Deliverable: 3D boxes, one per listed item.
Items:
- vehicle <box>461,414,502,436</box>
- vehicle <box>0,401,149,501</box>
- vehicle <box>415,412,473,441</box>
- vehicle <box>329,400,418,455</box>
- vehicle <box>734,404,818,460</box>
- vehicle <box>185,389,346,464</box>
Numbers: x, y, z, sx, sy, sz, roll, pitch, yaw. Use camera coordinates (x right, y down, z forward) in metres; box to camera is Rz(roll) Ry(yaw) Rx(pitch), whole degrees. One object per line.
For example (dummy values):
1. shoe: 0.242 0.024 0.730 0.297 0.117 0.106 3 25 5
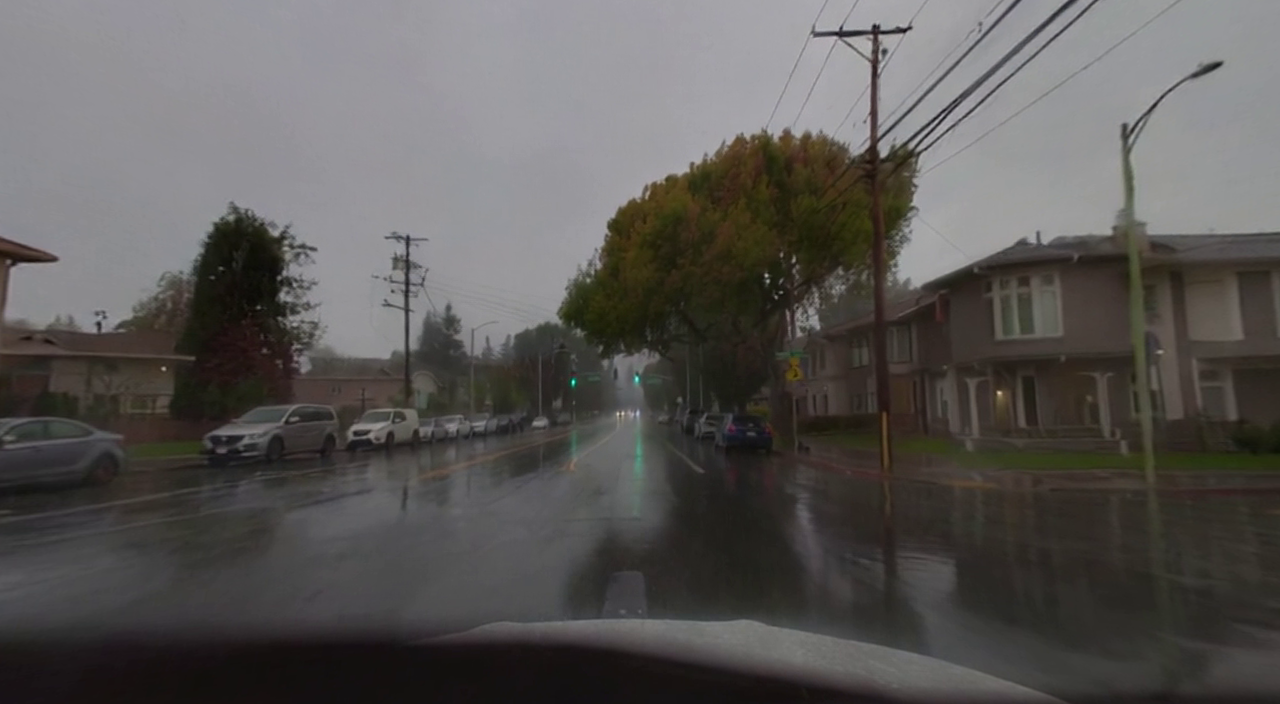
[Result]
1. vehicle: -11.326 5.258 45.394 1.903 1.535 4.342 0 -7 -1
2. vehicle: -11.003 1.609 10.417 2.082 1.540 4.654 0 -7 0
3. vehicle: -11.074 4.263 36.014 2.051 1.520 4.374 0 -7 -2
4. vehicle: -11.307 3.137 27.111 1.926 1.998 4.447 -4 -4 -1
5. vehicle: 4.419 2.667 21.179 1.867 1.680 4.176 0 -7 0
6. vehicle: -11.100 2.273 19.265 2.056 1.980 4.763 0 -7 -1
